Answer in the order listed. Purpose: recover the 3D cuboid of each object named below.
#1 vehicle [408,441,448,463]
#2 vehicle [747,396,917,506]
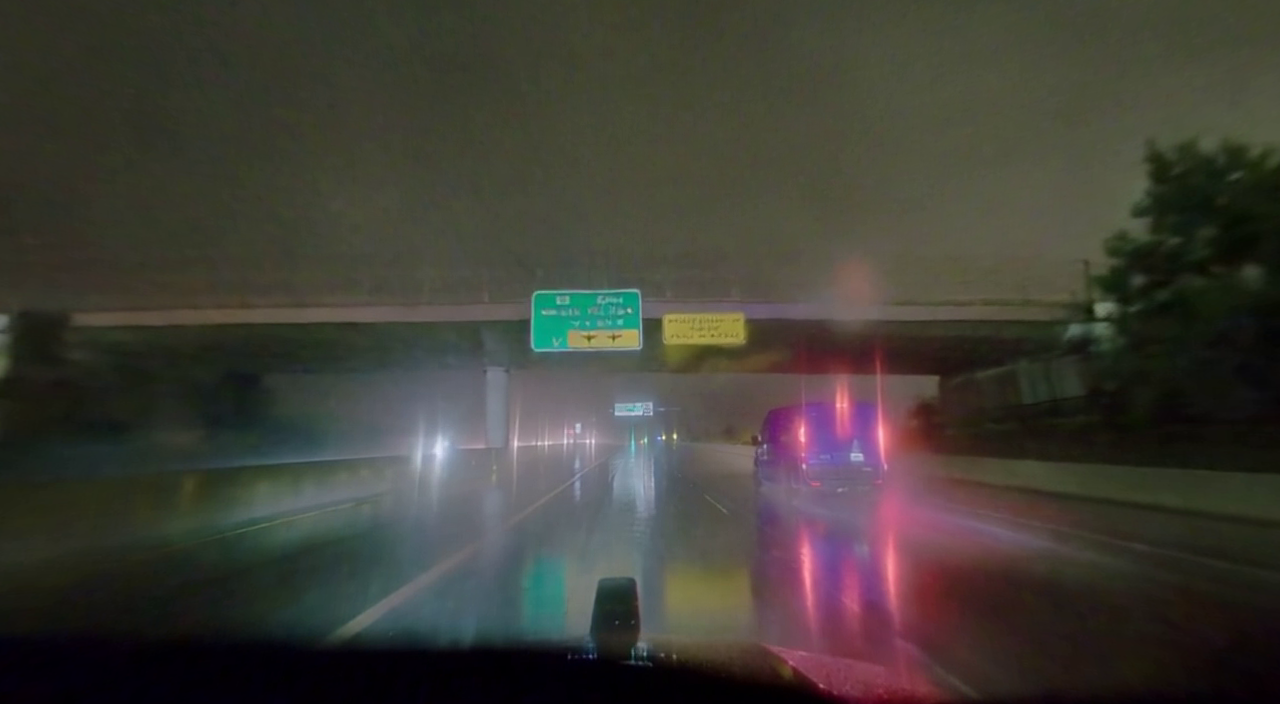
[{"bbox_3d":[-15.588,7.371,46.450,1.798,1.531,3.578,0,-8,-1],"label":"vehicle"},{"bbox_3d":[3.939,2.138,13.955,2.161,2.002,4.631,0,-8,-2],"label":"vehicle"}]
